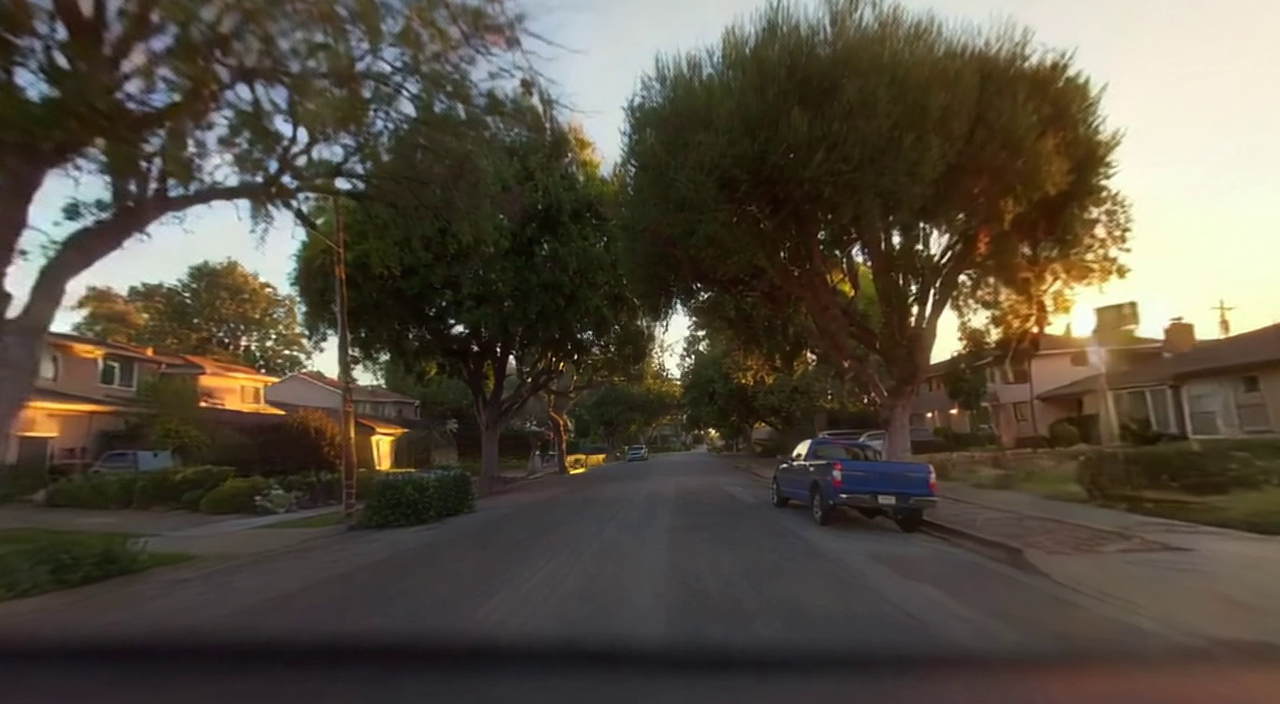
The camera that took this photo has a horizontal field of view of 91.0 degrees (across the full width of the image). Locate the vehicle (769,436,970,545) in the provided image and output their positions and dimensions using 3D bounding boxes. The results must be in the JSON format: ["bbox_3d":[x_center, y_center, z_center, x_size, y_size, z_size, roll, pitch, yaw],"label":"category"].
[{"bbox_3d":[3.618,2.237,10.889,2.006,1.494,4.211,0,-9,2],"label":"vehicle"}]
